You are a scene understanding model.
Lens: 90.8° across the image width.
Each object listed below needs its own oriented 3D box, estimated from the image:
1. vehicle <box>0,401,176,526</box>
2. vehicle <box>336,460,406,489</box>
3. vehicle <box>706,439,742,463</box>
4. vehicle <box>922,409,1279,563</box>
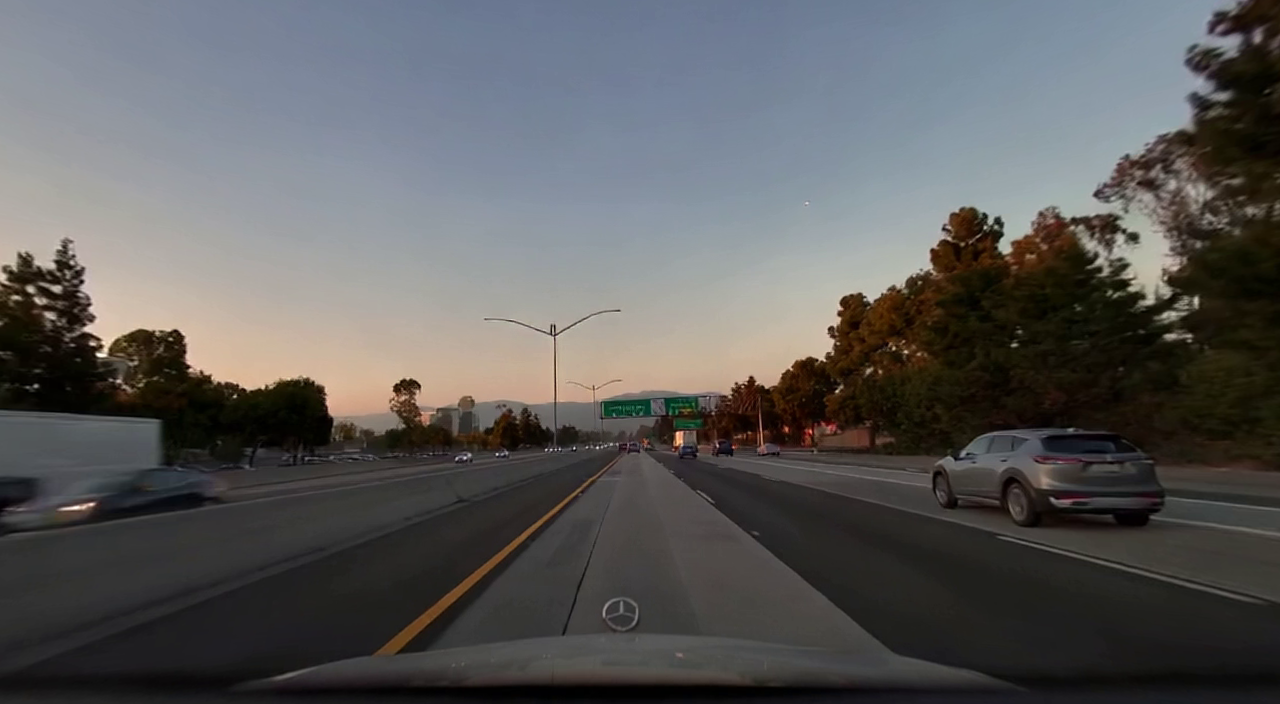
[{"bbox_3d":[-22.422,3.829,21.875,2.836,4.063,13.052,0,-9,0],"label":"vehicle"},{"bbox_3d":[-15.024,6.846,35.595,1.876,1.401,4.591,0,-9,0],"label":"vehicle"},{"bbox_3d":[6.333,7.493,48.015,2.030,1.706,4.279,0,-9,-1],"label":"vehicle"},{"bbox_3d":[6.366,1.819,9.363,2.052,1.660,4.837,0,-9,-1],"label":"vehicle"}]
